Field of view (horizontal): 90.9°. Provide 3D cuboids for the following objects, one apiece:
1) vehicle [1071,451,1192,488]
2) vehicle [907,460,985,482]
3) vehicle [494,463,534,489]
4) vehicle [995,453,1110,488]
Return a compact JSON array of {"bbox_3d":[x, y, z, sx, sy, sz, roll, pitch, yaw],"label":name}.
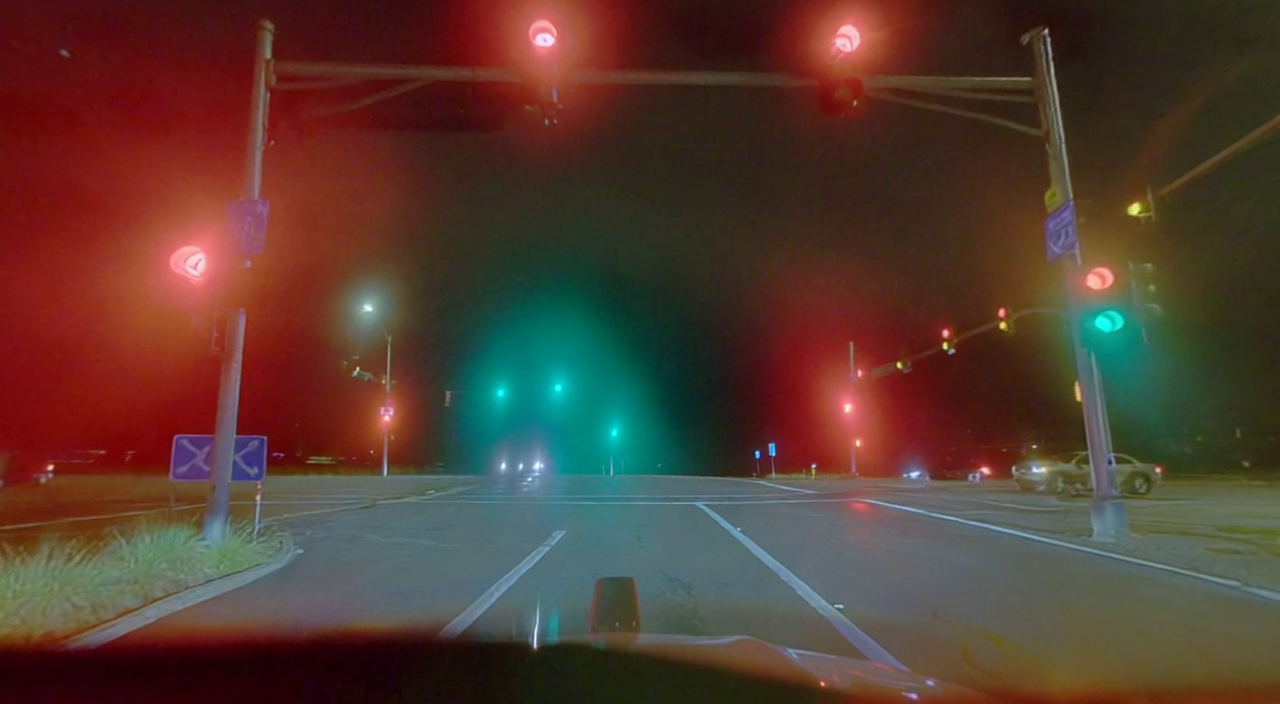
[{"bbox_3d":[22.695,5.460,29.181,3.998,1.590,1.936,1,-11,-6],"label":"vehicle"},{"bbox_3d":[21.539,8.420,44.466,4.555,1.474,1.914,-8,-14,37],"label":"vehicle"},{"bbox_3d":[-9.036,8.890,45.488,2.045,1.608,3.709,0,-8,1],"label":"vehicle"},{"bbox_3d":[21.185,6.104,32.486,4.455,1.647,2.124,1,-11,-6],"label":"vehicle"}]
